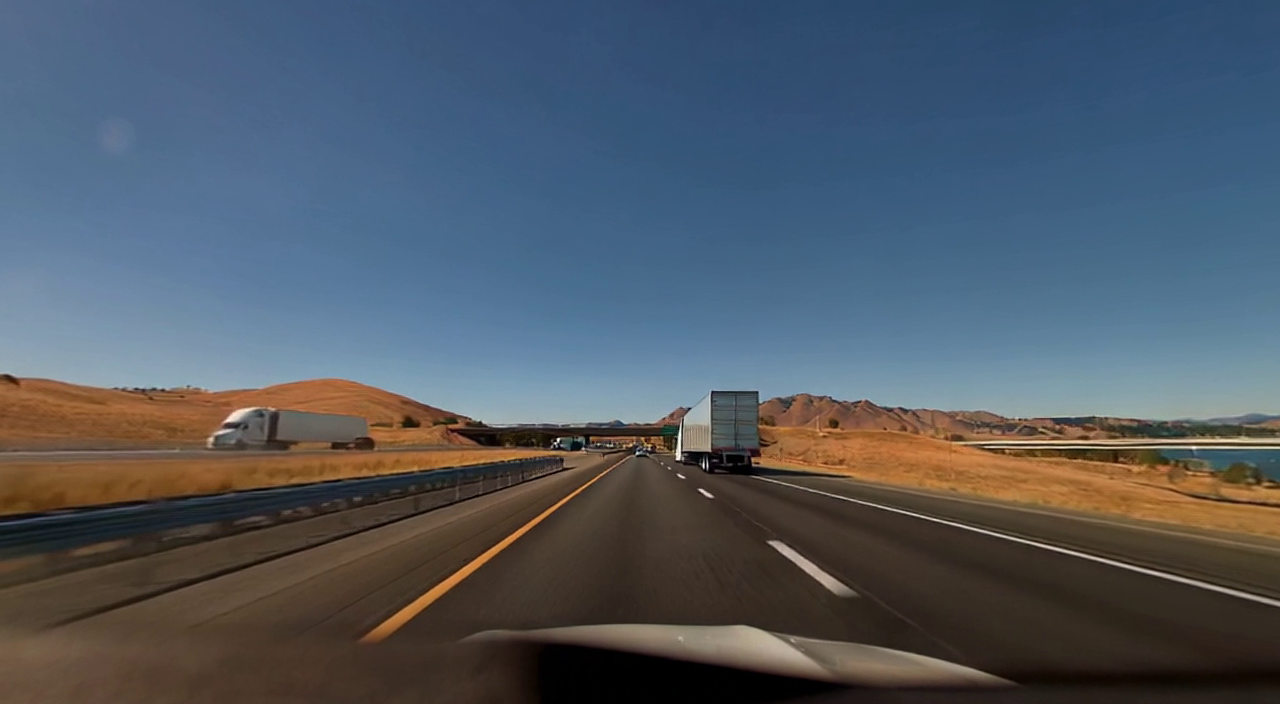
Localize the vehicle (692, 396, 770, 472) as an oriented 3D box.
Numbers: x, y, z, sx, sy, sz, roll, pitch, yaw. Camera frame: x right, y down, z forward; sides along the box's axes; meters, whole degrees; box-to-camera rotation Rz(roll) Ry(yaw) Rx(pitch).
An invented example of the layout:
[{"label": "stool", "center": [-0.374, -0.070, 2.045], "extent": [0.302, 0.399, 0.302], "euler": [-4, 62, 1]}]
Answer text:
[{"label": "vehicle", "center": [5.386, 5.388, 40.224], "extent": [3.035, 4.005, 13.454], "euler": [0, -9, 0]}]
